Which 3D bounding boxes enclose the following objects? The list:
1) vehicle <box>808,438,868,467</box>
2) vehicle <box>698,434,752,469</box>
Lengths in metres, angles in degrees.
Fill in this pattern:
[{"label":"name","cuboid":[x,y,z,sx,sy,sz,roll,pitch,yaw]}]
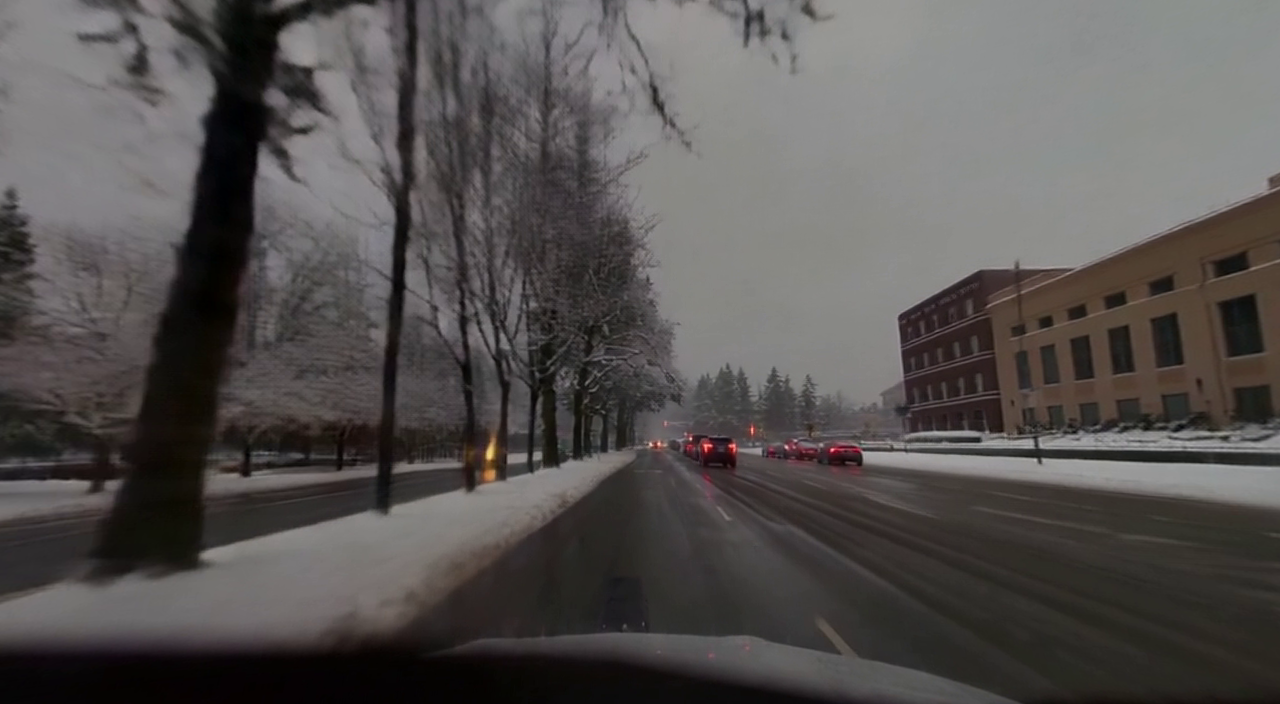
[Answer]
[{"label":"vehicle","cuboid":[10.875,5.554,34.922,1.840,1.467,4.731,0,-9,1]},{"label":"vehicle","cuboid":[4.397,5.248,33.295,2.216,1.675,4.627,0,-9,0]}]
